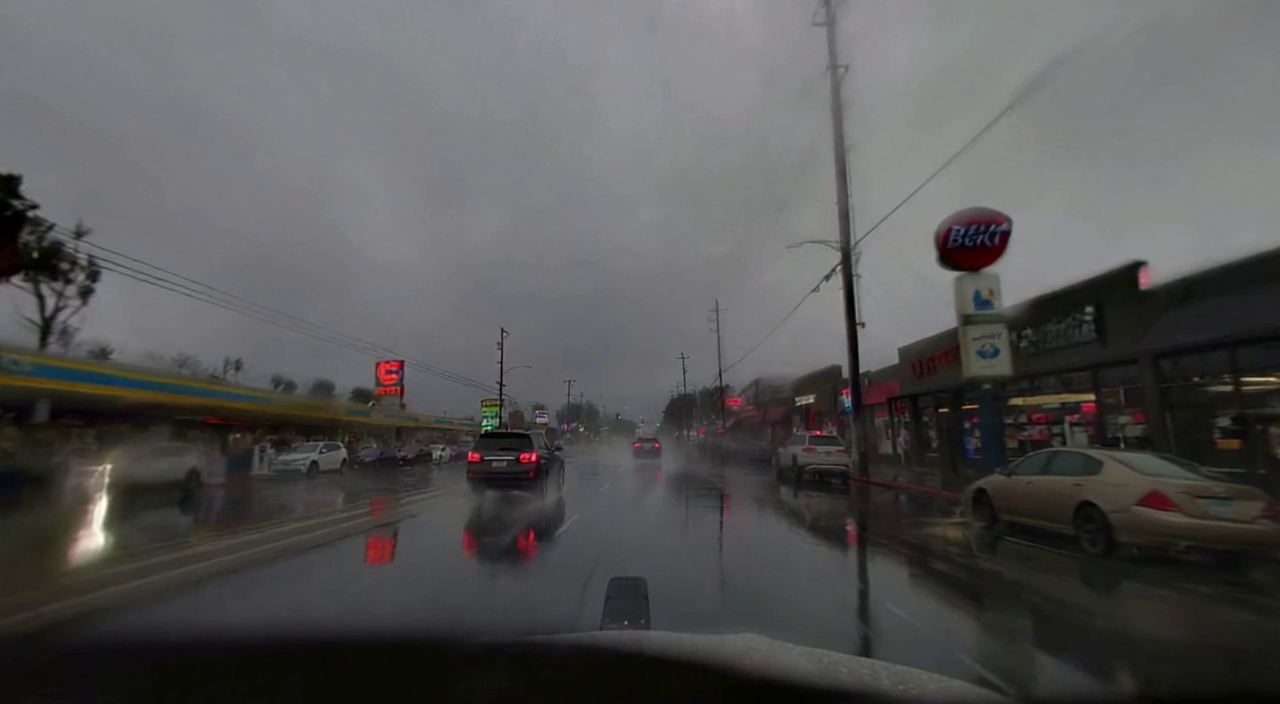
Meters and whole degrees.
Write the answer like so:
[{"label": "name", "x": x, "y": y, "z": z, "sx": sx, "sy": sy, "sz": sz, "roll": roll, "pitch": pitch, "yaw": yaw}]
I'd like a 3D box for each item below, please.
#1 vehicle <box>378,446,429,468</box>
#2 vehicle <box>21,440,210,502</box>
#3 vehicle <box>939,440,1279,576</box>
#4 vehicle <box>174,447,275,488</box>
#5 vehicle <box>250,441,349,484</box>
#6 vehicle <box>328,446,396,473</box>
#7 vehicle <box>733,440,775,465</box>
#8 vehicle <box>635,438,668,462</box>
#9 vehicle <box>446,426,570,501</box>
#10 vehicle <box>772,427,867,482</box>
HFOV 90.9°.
[{"label": "vehicle", "x": -16.756, "y": 7.455, "z": 44.931, "sx": 1.788, "sy": 1.475, "sz": 4.737, "roll": 0, "pitch": -8, "yaw": 0}, {"label": "vehicle", "x": -17.046, "y": 3.852, "z": 20.931, "sx": 2.150, "sy": 1.802, "sz": 4.772, "roll": 0, "pitch": -8, "yaw": -1}, {"label": "vehicle", "x": 6.475, "y": 2.010, "z": 9.096, "sx": 1.982, "sy": 1.428, "sz": 4.726, "roll": 0, "pitch": -8, "yaw": 0}, {"label": "vehicle", "x": -17.164, "y": 4.749, "z": 26.224, "sx": 1.816, "sy": 1.564, "sz": 3.442, "roll": 0, "pitch": -8, "yaw": 0}, {"label": "vehicle", "x": -16.870, "y": 5.449, "z": 31.586, "sx": 2.293, "sy": 1.736, "sz": 4.871, "roll": -2, "pitch": -6, "yaw": 0}, {"label": "vehicle", "x": -16.850, "y": 6.525, "z": 38.494, "sx": 1.984, "sy": 1.494, "sz": 4.815, "roll": 0, "pitch": -8, "yaw": 0}, {"label": "vehicle", "x": 7.251, "y": 6.461, "z": 40.561, "sx": 1.871, "sy": 1.478, "sz": 4.272, "roll": 0, "pitch": -8, "yaw": 0}, {"label": "vehicle", "x": 0.711, "y": 6.302, "z": 40.618, "sx": 2.037, "sy": 1.484, "sz": 4.073, "roll": 0, "pitch": -8, "yaw": 0}, {"label": "vehicle", "x": -3.179, "y": 2.798, "z": 16.227, "sx": 2.049, "sy": 1.646, "sz": 4.445, "roll": -1, "pitch": -8, "yaw": 2}, {"label": "vehicle", "x": 6.633, "y": 3.874, "z": 24.009, "sx": 2.098, "sy": 1.845, "sz": 5.117, "roll": 0, "pitch": -8, "yaw": 0}]
